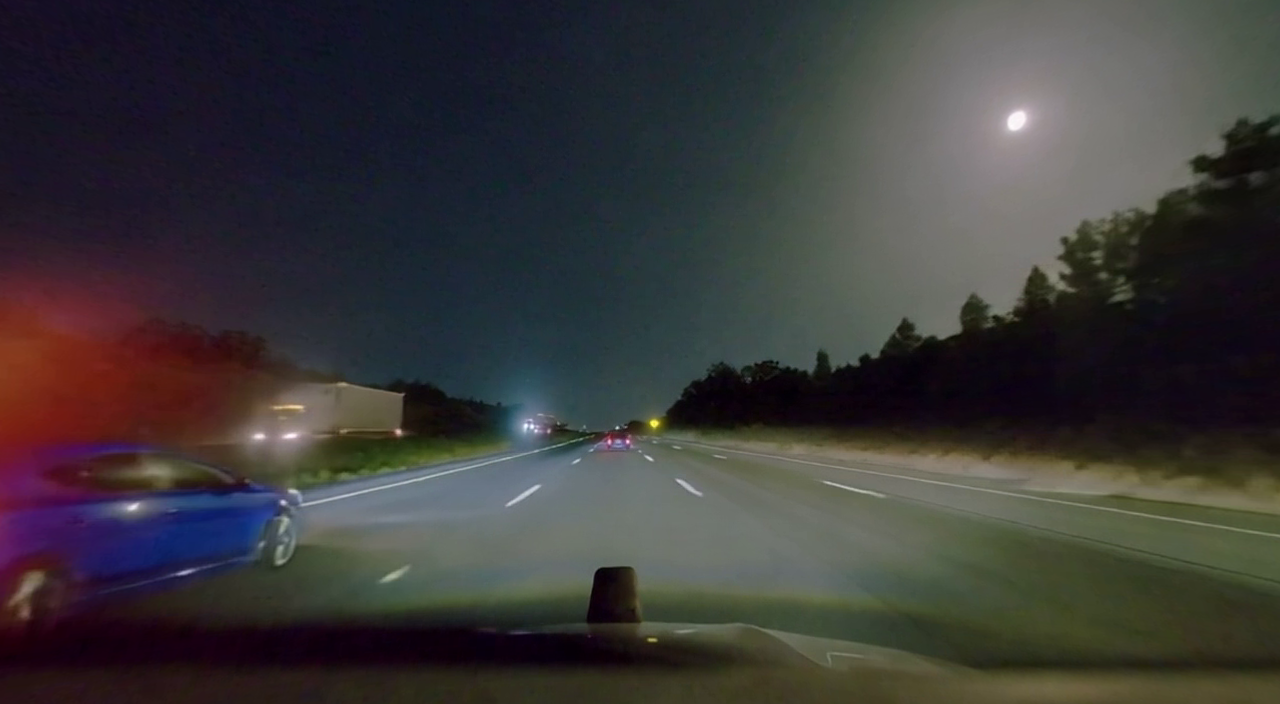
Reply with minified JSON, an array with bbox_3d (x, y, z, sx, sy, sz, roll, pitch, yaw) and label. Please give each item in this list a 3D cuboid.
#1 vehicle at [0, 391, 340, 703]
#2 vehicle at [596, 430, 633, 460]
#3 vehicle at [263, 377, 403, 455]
[{"bbox_3d":[-4.085,1.072,3.781,2.141,1.534,5.099,0,-8,-1],"label":"vehicle"},{"bbox_3d":[-1.461,5.220,35.612,1.997,1.589,4.179,0,-8,-3],"label":"vehicle"},{"bbox_3d":[-17.700,4.017,37.780,2.982,3.955,11.838,0,-8,-3],"label":"vehicle"}]
